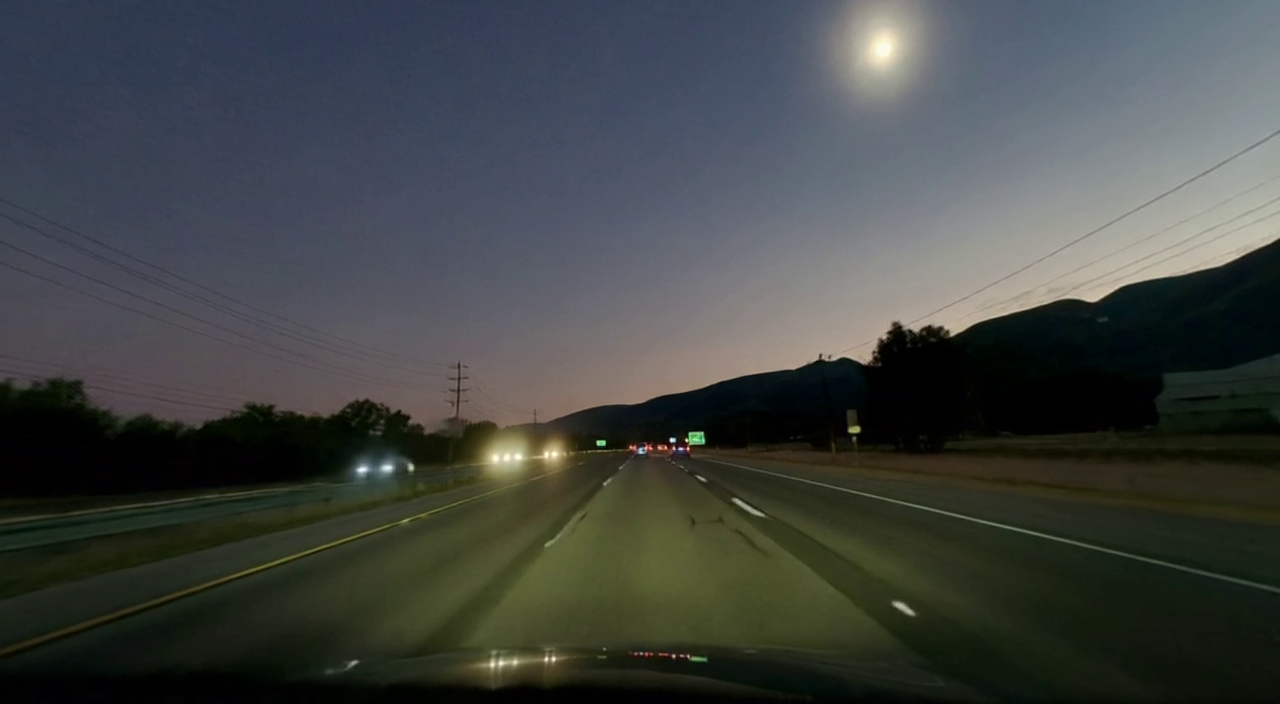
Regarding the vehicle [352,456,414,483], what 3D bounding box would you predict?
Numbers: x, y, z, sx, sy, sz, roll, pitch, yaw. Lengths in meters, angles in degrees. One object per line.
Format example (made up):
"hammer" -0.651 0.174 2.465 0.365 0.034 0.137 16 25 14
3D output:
"vehicle" -16.408 7.513 40.532 1.884 1.476 4.798 0 -8 1
